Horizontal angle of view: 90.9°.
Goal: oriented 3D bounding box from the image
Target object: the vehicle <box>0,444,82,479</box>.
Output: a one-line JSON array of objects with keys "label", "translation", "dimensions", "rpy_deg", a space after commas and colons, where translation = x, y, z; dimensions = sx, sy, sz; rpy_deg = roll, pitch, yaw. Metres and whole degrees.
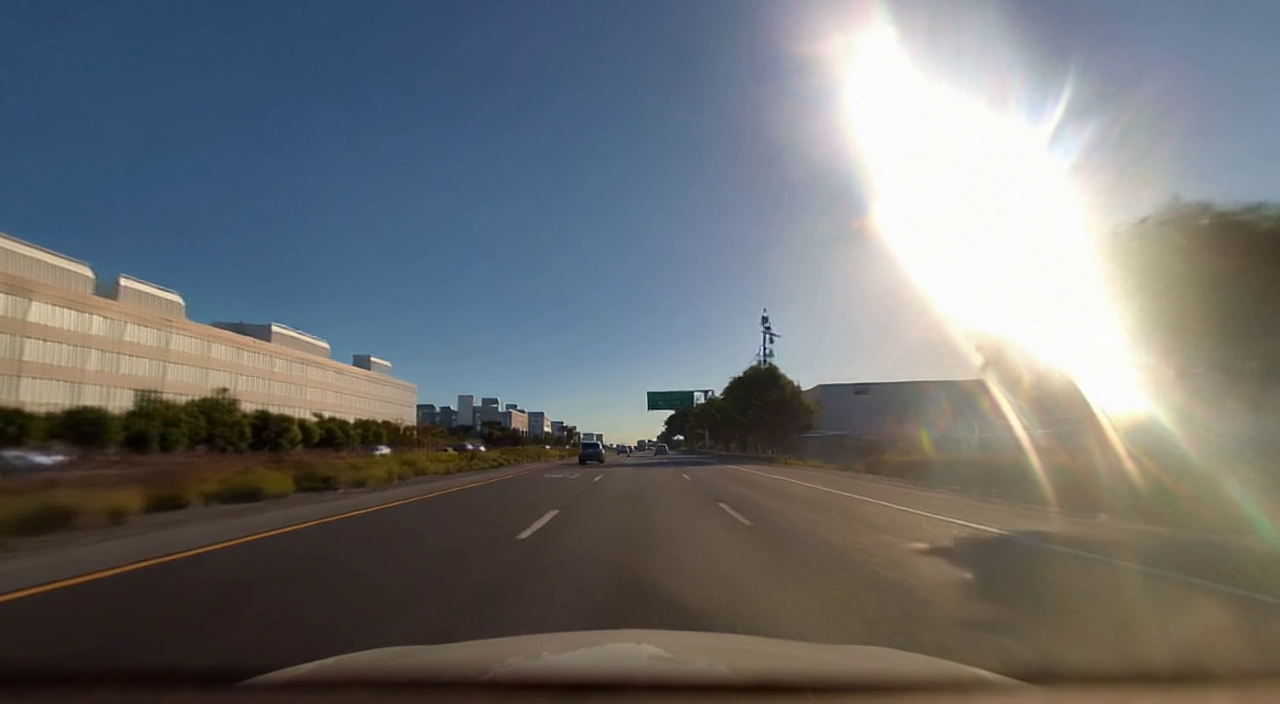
[{"label": "vehicle", "translation": [-35.770, 6.238, 36.184], "dimensions": [2.153, 1.874, 5.710], "rpy_deg": [0, -9, 0]}]

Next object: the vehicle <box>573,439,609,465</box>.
[{"label": "vehicle", "translation": [-3.650, 7.554, 47.900], "dimensions": [2.218, 1.850, 4.774], "rpy_deg": [0, -9, 1]}]
